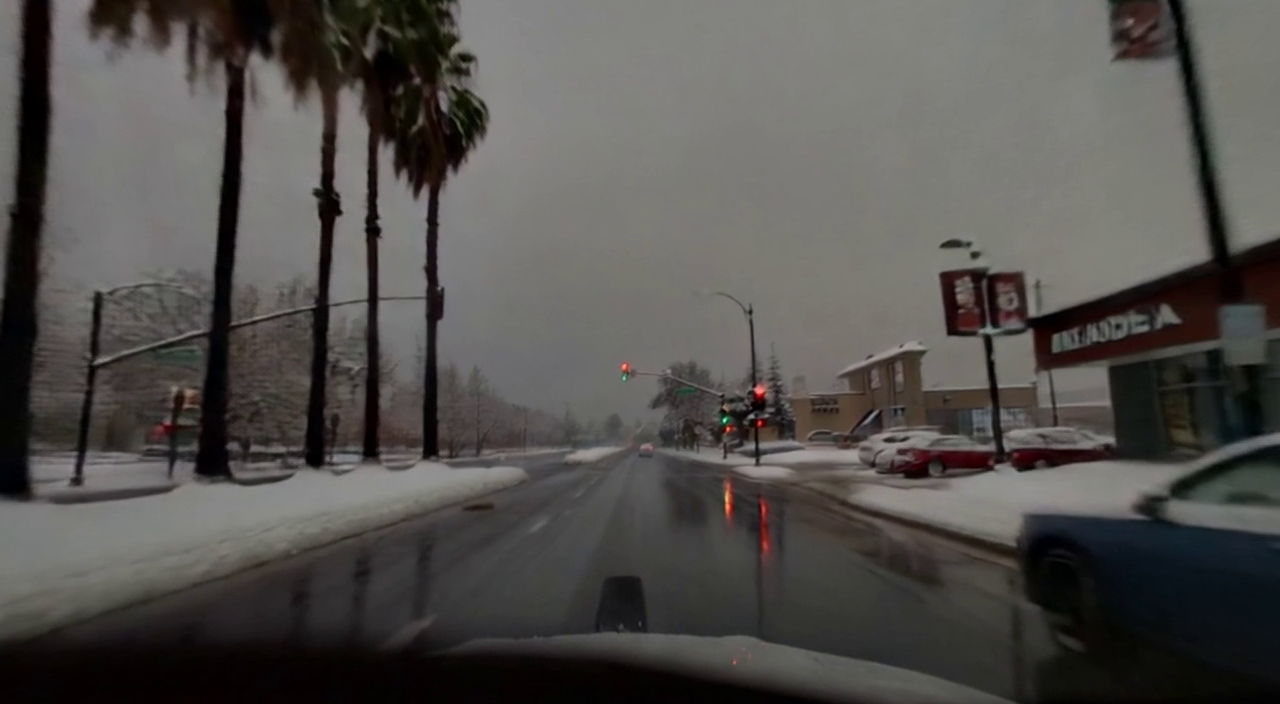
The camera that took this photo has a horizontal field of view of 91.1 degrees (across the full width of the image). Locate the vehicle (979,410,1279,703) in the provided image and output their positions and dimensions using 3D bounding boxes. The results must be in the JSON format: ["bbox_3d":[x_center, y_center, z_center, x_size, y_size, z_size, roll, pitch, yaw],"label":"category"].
[{"bbox_3d":[4.023,1.040,2.986,2.047,1.491,4.634,1,-7,-3],"label":"vehicle"}]
